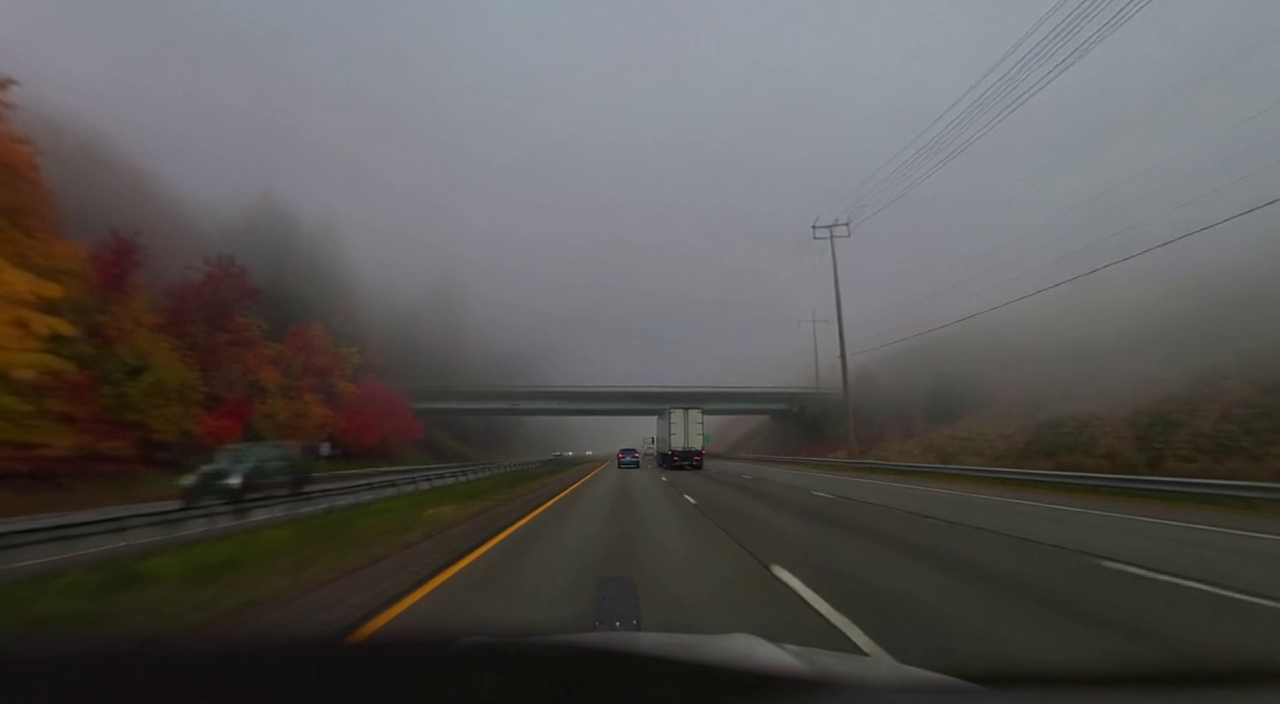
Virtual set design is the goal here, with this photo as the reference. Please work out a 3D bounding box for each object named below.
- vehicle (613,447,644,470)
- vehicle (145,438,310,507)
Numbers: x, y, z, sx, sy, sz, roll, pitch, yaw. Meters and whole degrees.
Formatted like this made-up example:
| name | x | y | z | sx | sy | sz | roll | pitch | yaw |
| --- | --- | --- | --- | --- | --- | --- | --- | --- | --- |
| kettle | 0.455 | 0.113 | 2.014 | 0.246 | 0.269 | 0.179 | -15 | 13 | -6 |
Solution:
| name | x | y | z | sx | sy | sz | roll | pitch | yaw |
| --- | --- | --- | --- | --- | --- | --- | --- | --- | --- |
| vehicle | -0.771 | 7.164 | 42.290 | 1.961 | 1.454 | 3.755 | 0 | -9 | -1 |
| vehicle | -13.433 | 3.931 | 20.917 | 2.127 | 1.971 | 4.852 | 0 | -9 | 0 |
